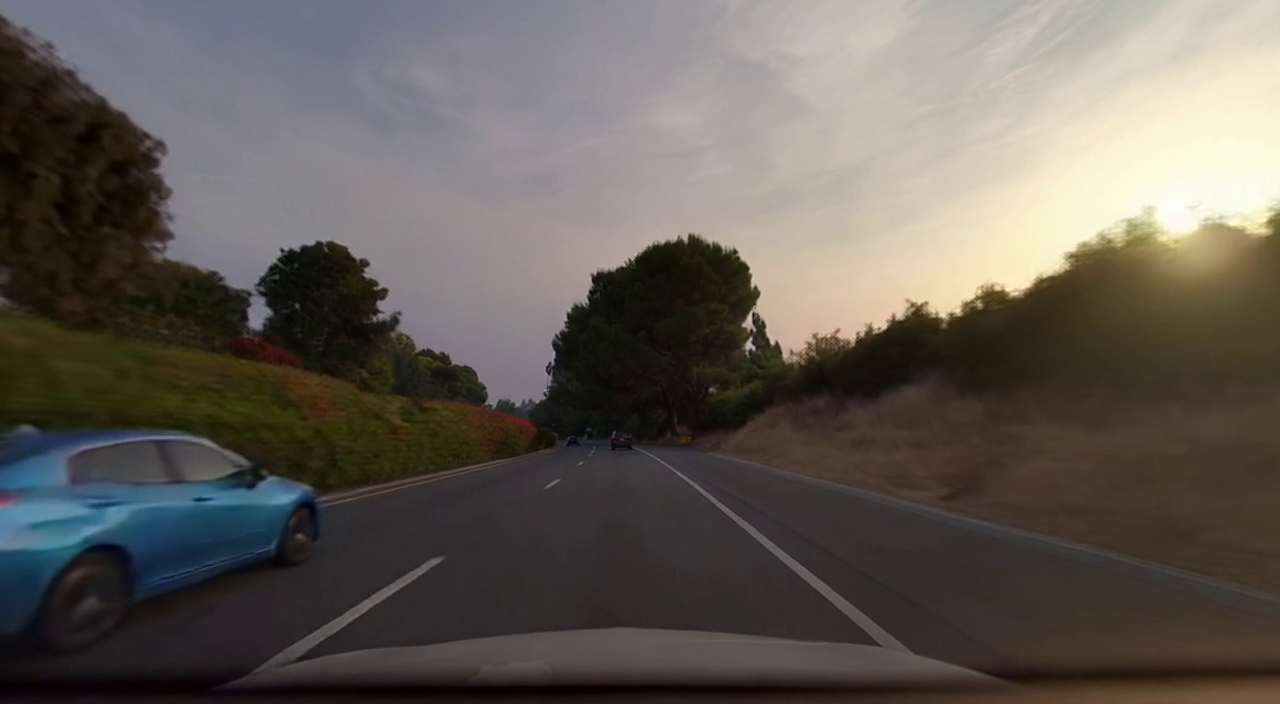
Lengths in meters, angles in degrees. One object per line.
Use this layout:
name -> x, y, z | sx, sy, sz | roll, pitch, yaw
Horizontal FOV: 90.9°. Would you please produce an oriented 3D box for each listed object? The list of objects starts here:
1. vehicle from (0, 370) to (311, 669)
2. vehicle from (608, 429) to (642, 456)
vehicle -> -4.543, 1.032, 4.294 | 2.039, 1.627, 4.844 | 0, -8, -1
vehicle -> -1.020, 5.783, 40.169 | 2.041, 1.618, 3.898 | 0, -8, -3
